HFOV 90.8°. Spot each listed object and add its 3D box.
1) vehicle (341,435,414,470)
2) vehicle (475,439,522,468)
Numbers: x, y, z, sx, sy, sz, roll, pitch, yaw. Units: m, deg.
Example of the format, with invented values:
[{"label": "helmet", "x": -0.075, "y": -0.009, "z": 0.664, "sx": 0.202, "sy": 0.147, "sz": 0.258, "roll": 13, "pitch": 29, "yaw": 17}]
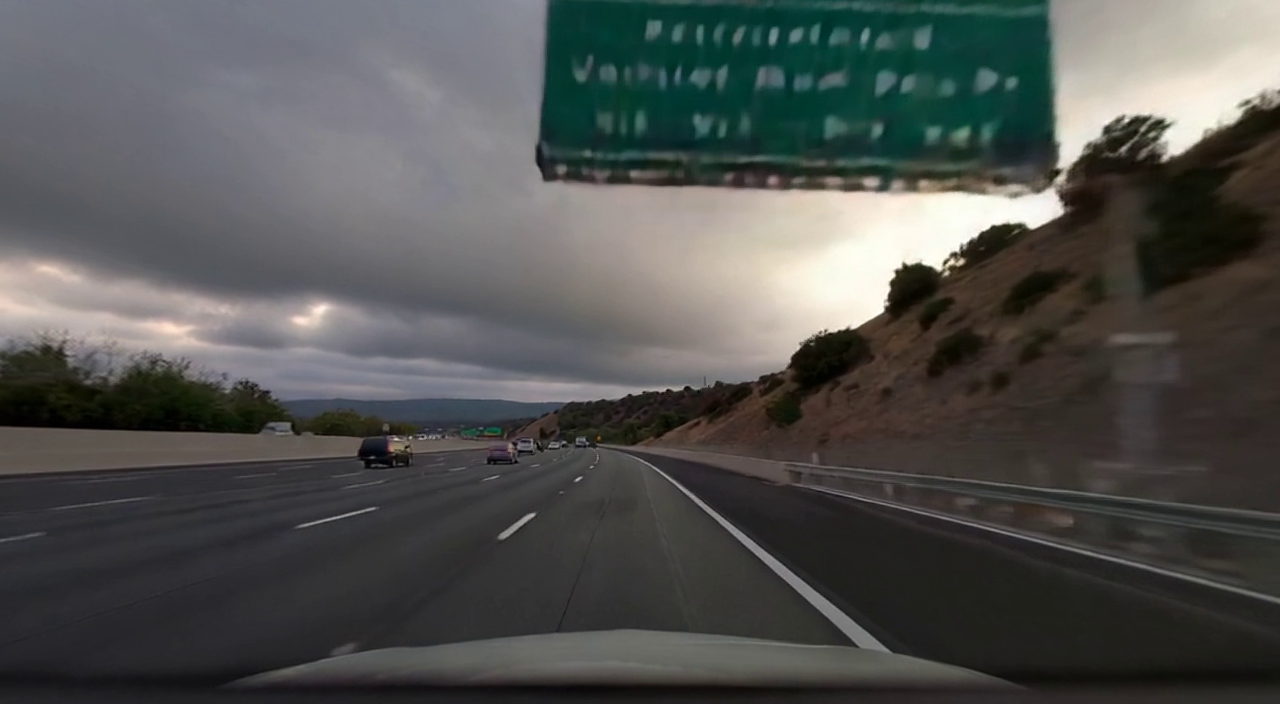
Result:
[{"label": "vehicle", "x": -15.894, "y": 6.112, "z": 38.639, "sx": 2.240, "sy": 1.953, "sz": 5.452, "roll": 0, "pitch": -9, "yaw": -2}, {"label": "vehicle", "x": -9.011, "y": 6.472, "z": 40.511, "sx": 2.104, "sy": 1.715, "sz": 4.319, "roll": 0, "pitch": -9, "yaw": -1}]
